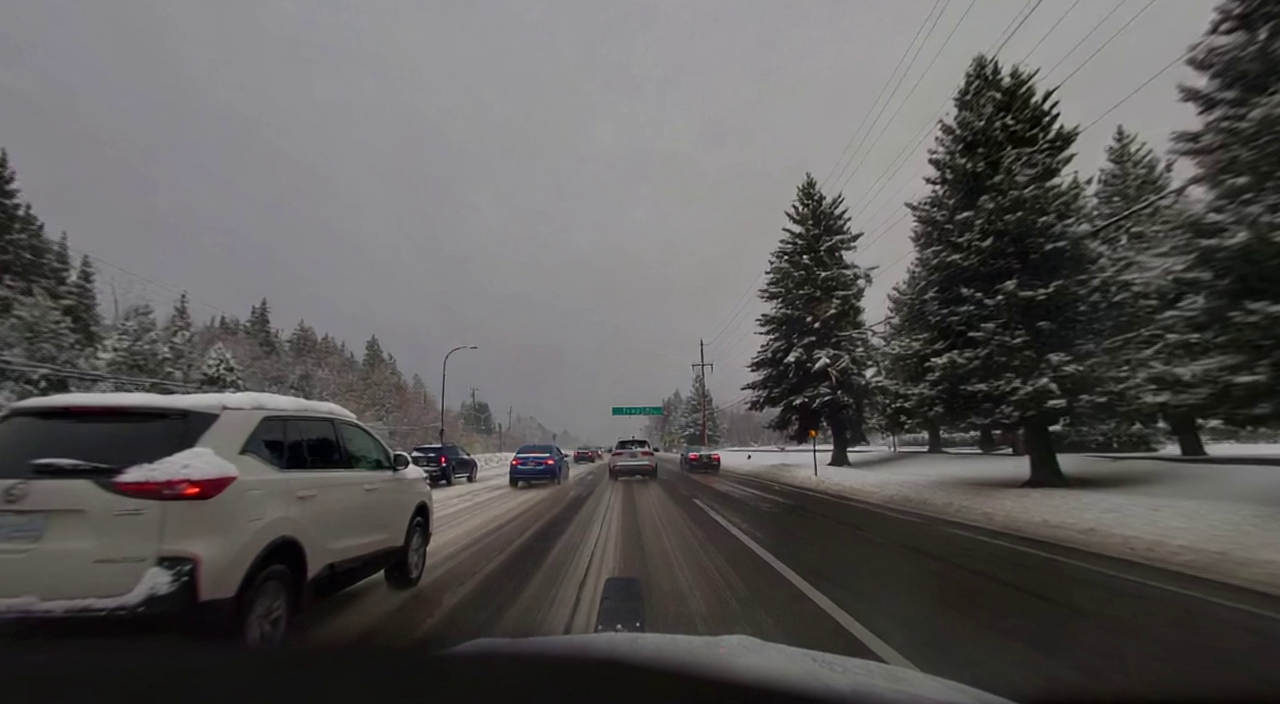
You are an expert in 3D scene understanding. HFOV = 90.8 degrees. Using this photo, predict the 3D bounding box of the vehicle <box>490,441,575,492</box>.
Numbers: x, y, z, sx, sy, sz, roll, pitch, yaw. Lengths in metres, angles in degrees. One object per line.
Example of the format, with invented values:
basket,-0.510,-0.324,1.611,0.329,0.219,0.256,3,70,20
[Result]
vehicle,-3.357,3.648,20.581,1.958,1.447,4.454,0,-8,0

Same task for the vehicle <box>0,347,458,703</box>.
vehicle,-3.251,1.175,4.895,2.277,1.728,4.661,0,-8,0

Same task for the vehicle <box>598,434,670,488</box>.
vehicle,-0.219,3.765,22.230,2.284,1.699,4.168,0,-8,-1

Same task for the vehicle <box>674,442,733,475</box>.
vehicle,2.964,5.087,30.550,2.197,1.464,4.356,0,-8,-3
